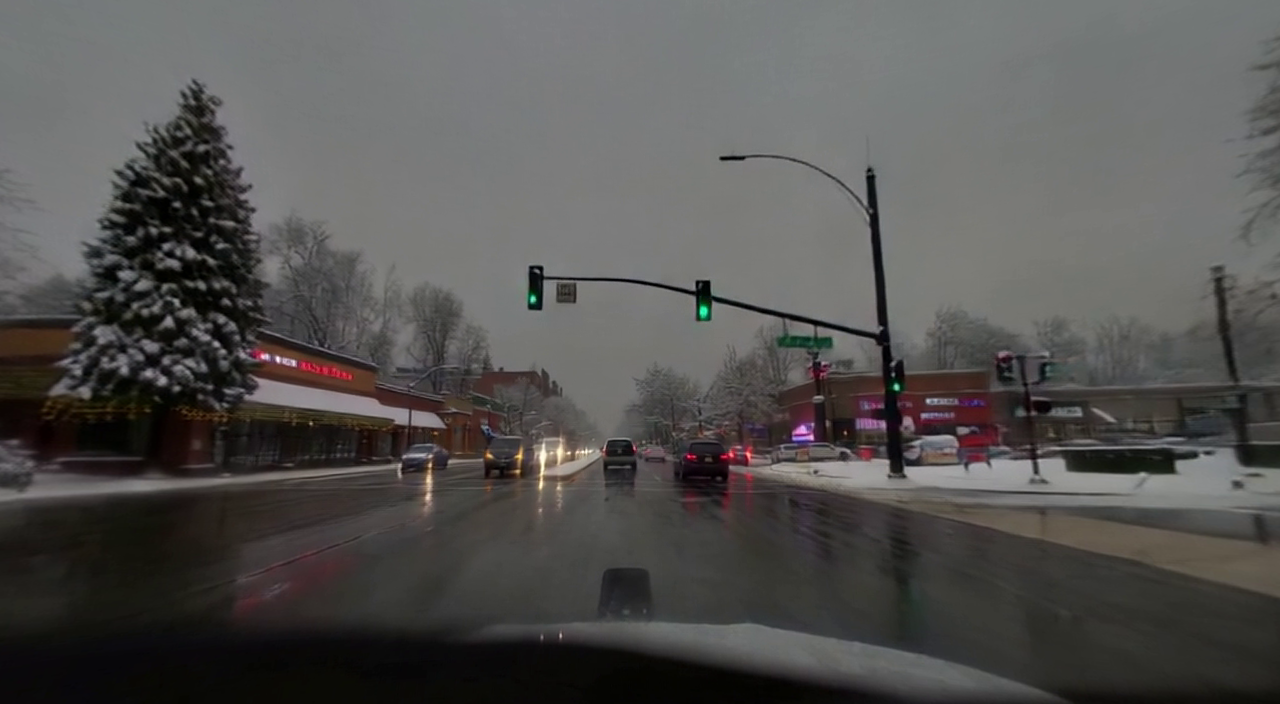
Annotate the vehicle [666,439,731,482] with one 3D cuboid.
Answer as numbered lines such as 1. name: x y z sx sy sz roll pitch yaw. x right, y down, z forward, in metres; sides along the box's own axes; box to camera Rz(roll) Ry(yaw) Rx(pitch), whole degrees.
1. vehicle: 2.239 4.292 25.209 2.046 1.540 3.883 1 -8 -3

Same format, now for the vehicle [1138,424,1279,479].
1. vehicle: 20.496 3.488 22.317 2.143 1.731 4.290 0 -8 0

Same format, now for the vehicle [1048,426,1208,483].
1. vehicle: 17.204 3.643 22.621 2.020 1.796 4.600 -1 -8 0

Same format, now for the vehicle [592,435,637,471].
1. vehicle: -1.369 5.517 34.586 2.301 1.837 4.411 0 -8 -2

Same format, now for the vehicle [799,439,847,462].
1. vehicle: 14.108 7.605 48.894 2.007 1.642 5.001 -2 -8 -3

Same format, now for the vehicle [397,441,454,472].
1. vehicle: -13.384 6.528 39.569 2.106 1.779 4.467 0 -8 -1

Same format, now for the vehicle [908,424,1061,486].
1. vehicle: 11.897 3.593 22.294 2.304 1.907 4.844 0 -8 -6

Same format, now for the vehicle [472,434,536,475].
1. vehicle: -6.460 4.891 30.455 2.242 1.740 4.659 -1 -7 -2

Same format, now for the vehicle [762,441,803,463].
1. vehicle: 11.015 7.719 48.970 2.058 1.493 4.612 -2 -8 0
